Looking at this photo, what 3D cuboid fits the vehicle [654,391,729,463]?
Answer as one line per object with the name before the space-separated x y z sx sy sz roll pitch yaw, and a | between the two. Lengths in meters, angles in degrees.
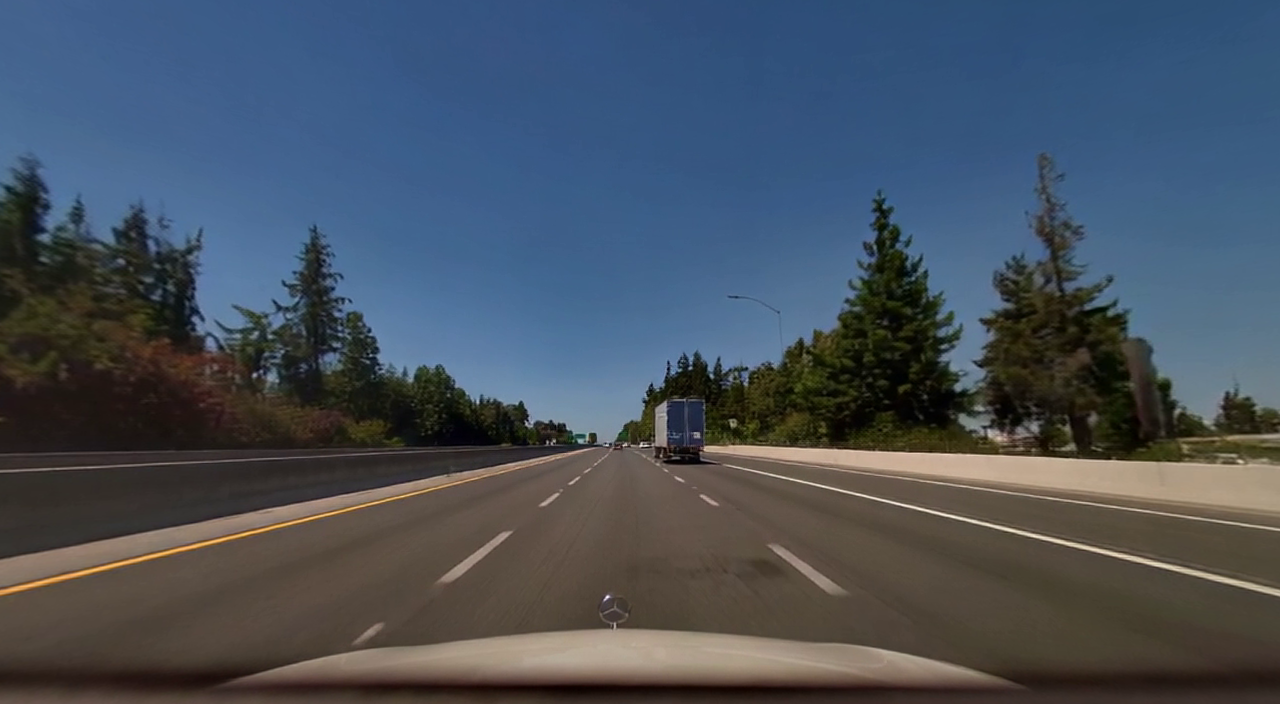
vehicle | 3.110 5.096 41.825 3.828 4.143 10.369 0 -8 -2
